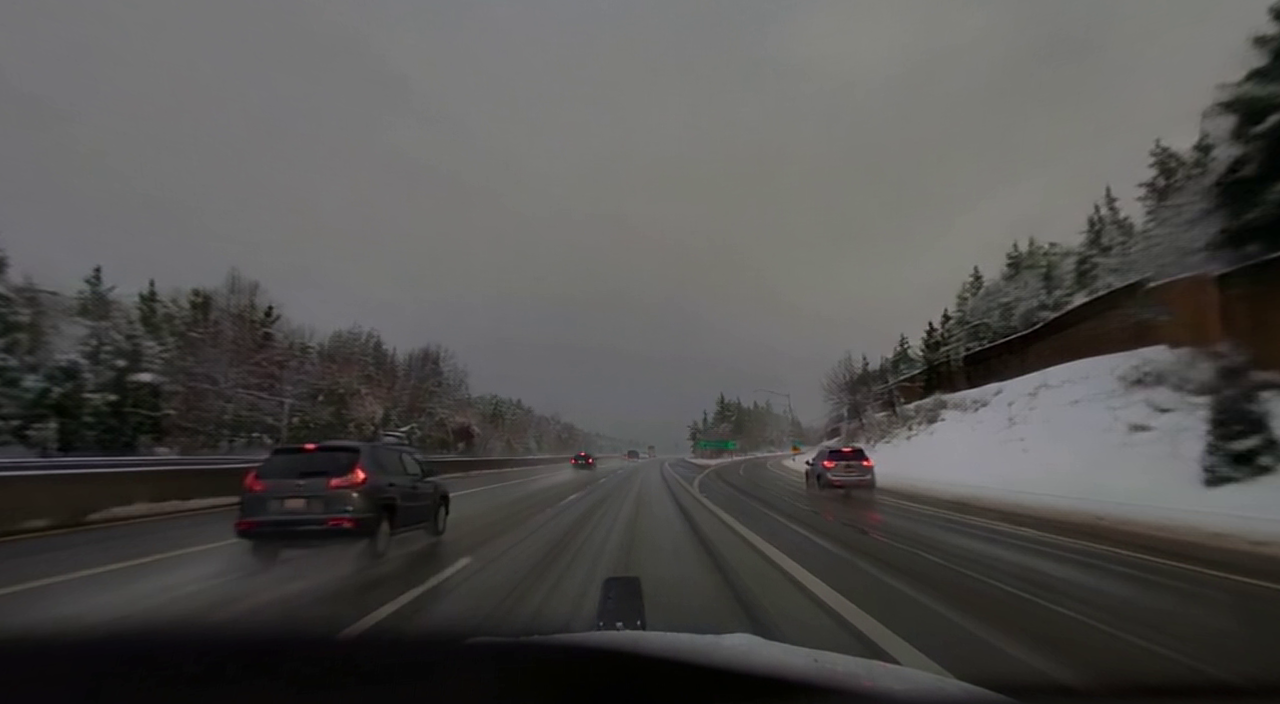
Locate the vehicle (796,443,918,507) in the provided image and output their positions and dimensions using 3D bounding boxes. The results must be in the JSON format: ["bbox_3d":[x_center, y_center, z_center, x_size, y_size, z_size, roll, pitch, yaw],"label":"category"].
[{"bbox_3d":[5.914,3.405,17.884,2.020,1.548,4.715,0,-9,4],"label":"vehicle"}]

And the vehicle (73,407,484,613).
[{"bbox_3d":[-3.549,1.653,7.468,2.263,1.696,4.321,0,-9,0],"label":"vehicle"}]

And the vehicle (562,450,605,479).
[{"bbox_3d":[-3.168,6.369,36.034,1.997,1.540,3.906,0,-9,1],"label":"vehicle"}]
